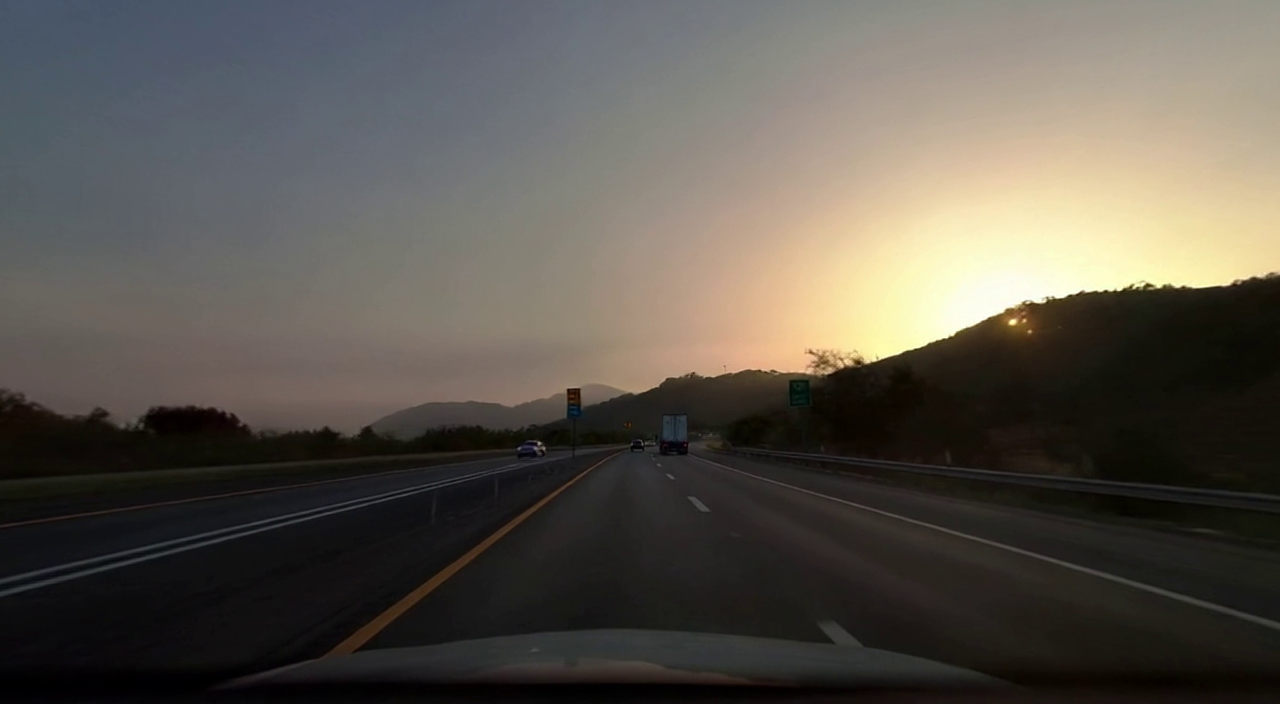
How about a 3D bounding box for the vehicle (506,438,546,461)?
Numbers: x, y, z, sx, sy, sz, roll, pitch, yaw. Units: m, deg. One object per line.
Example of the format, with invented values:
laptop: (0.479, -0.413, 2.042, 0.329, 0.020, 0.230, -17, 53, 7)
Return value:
vehicle: (-8.099, 6.950, 45.030, 1.932, 1.500, 4.449, 0, -8, 0)
